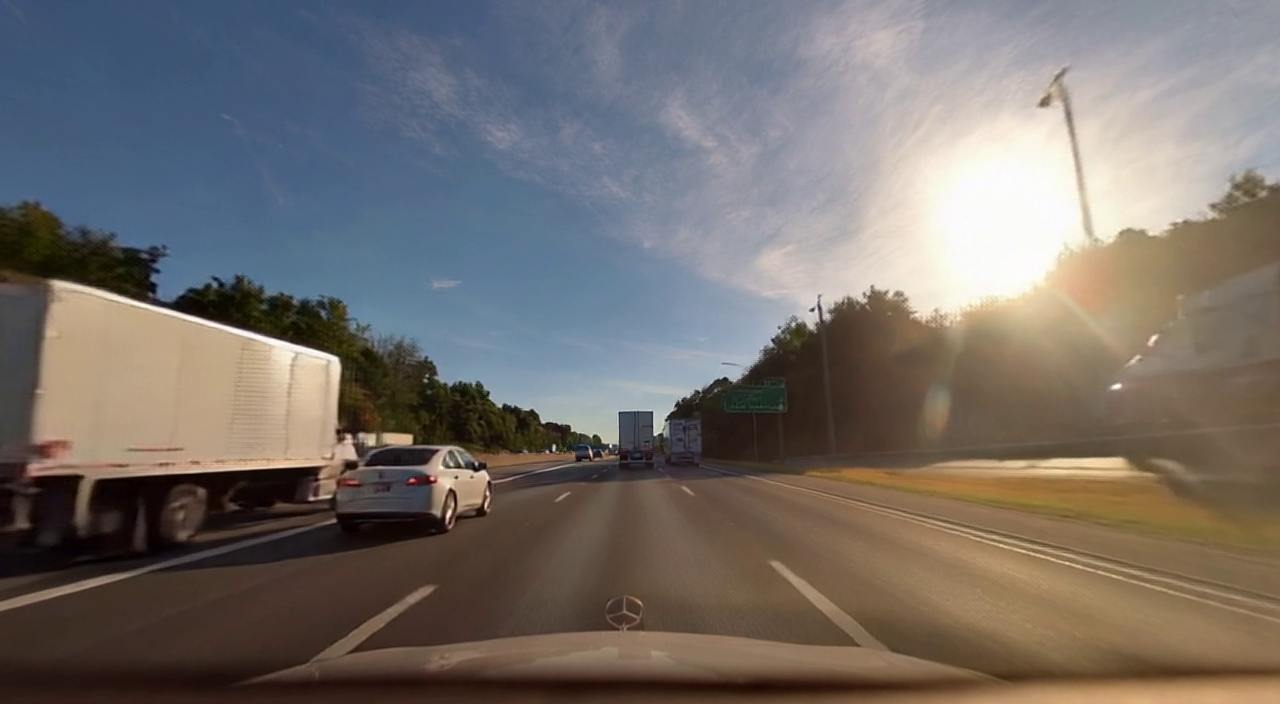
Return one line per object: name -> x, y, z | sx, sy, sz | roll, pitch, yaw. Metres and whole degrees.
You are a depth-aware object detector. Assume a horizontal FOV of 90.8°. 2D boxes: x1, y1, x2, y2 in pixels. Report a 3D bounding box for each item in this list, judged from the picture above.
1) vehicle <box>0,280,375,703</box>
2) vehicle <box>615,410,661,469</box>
vehicle -> -3.918, 0.972, 5.043 | 2.033, 2.234, 3.490 | 0, -9, -1
vehicle -> -0.138, 6.880, 49.096 | 3.201, 4.019, 10.918 | 0, -9, 0
